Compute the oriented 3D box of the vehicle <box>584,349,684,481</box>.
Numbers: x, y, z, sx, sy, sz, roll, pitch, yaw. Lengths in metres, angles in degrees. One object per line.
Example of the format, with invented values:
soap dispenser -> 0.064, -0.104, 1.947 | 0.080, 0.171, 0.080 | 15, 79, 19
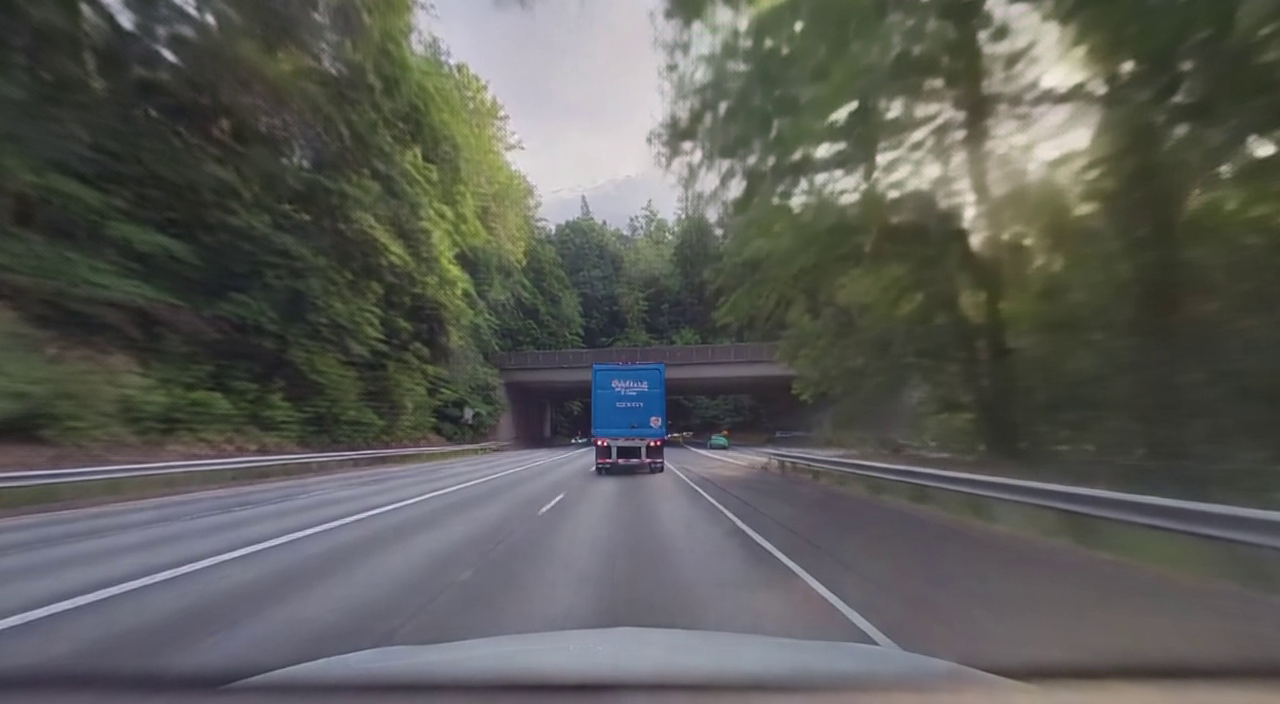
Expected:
vehicle -> -0.424, 2.500, 23.555 | 2.895, 3.861, 10.213 | 0, -8, -3
